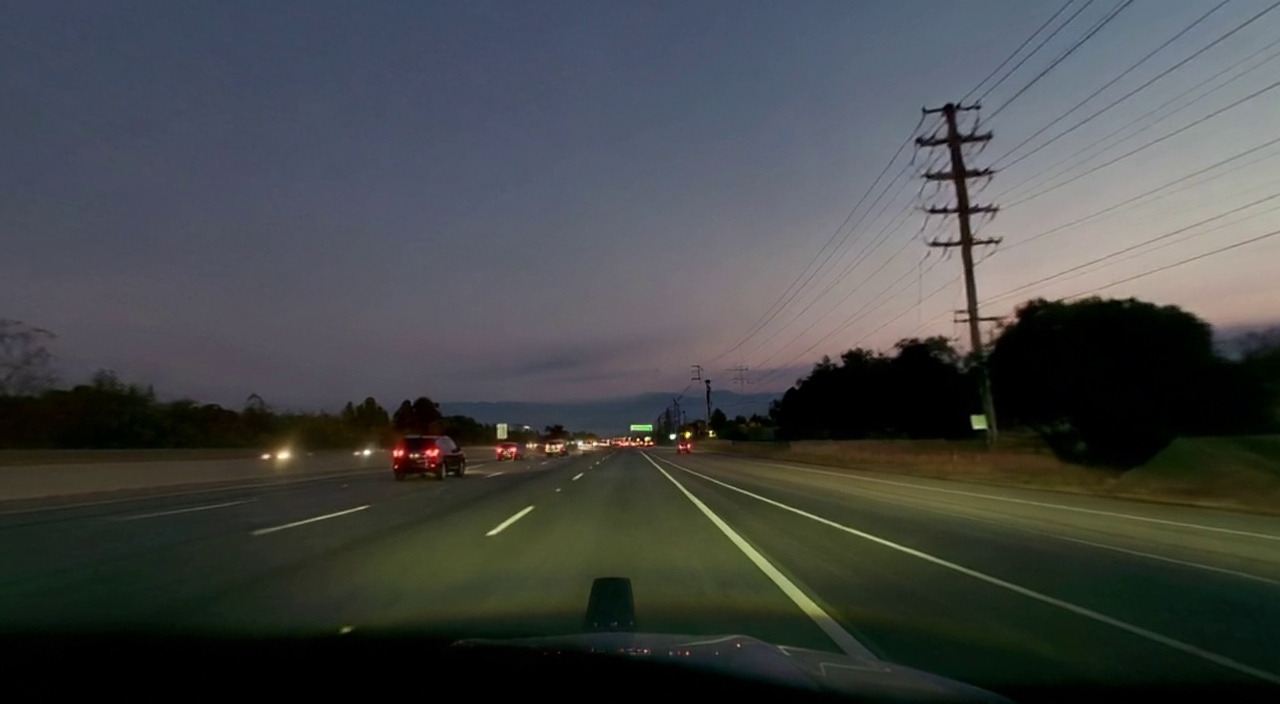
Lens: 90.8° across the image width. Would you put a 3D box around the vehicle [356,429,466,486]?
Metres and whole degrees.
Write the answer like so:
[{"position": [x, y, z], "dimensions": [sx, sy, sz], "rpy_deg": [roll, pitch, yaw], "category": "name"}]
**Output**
[{"position": [-7.999, 3.756, 22.764], "dimensions": [2.115, 1.799, 5.444], "rpy_deg": [0, -9, -2], "category": "vehicle"}]
